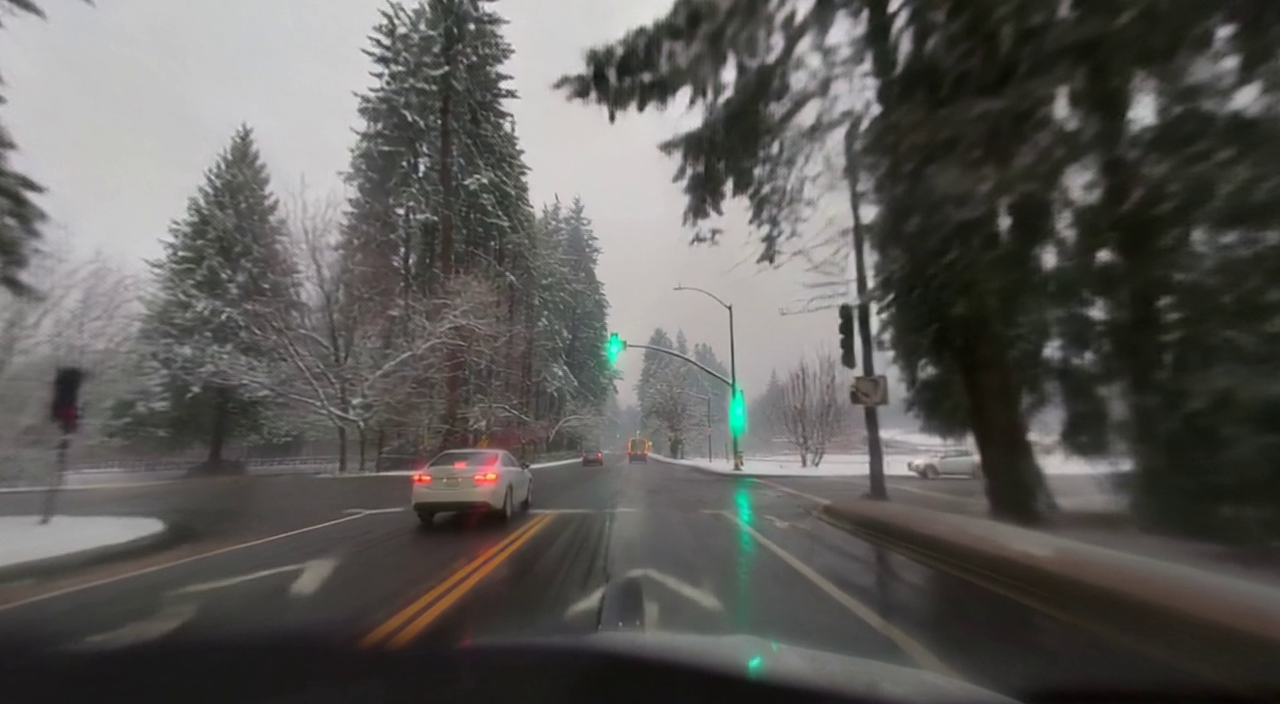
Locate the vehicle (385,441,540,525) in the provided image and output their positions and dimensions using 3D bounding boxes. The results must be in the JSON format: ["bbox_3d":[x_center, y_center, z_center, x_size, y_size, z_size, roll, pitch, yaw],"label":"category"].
[{"bbox_3d":[-3.476,2.627,13.346,1.968,1.459,4.433,0,-8,0],"label":"vehicle"}]

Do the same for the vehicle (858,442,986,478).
[{"bbox_3d":[12.056,4.613,27.200,4.632,1.473,1.889,0,-8,-3],"label":"vehicle"}]
